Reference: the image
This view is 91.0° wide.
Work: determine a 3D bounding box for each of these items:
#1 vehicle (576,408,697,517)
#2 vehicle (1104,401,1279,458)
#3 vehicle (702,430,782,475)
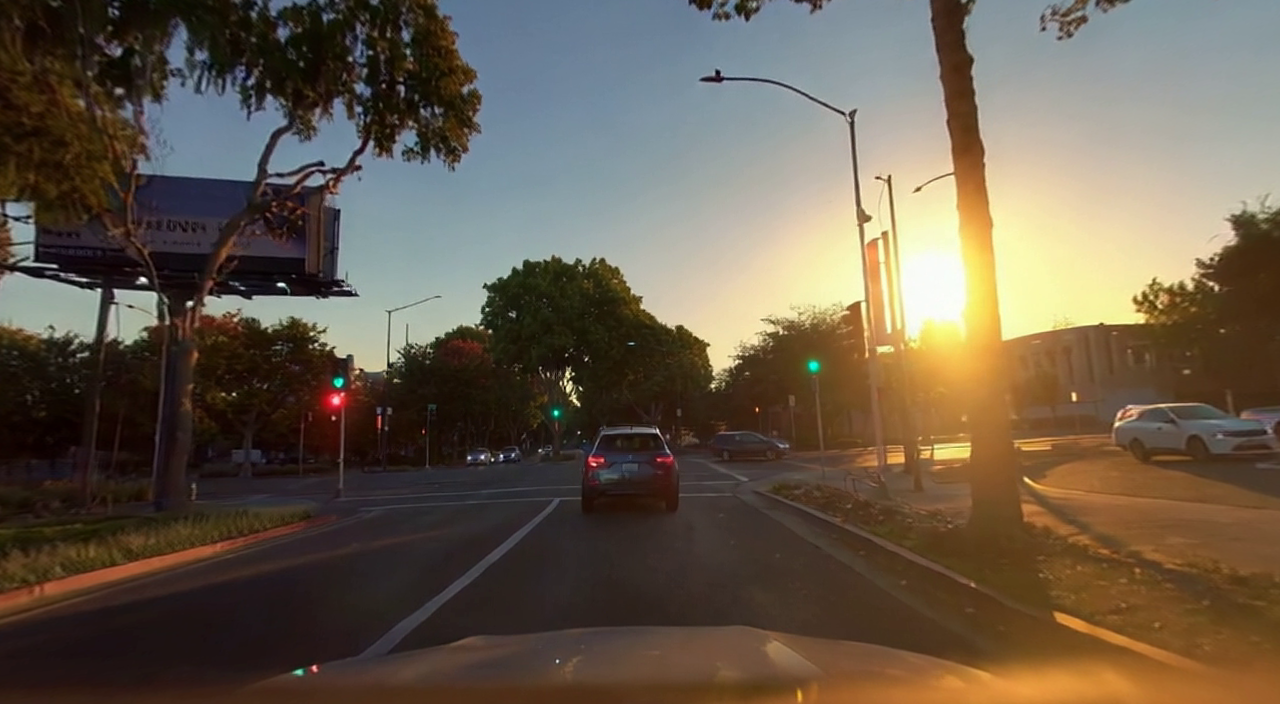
[{"bbox_3d":[-0.130,2.241,13.152,2.142,1.904,3.816,0,-8,-2],"label":"vehicle"},{"bbox_3d":[15.735,2.214,17.752,3.750,1.502,1.781,-2,-8,13],"label":"vehicle"},{"bbox_3d":[3.977,3.835,24.241,1.716,1.602,3.403,-6,-10,33],"label":"vehicle"}]
